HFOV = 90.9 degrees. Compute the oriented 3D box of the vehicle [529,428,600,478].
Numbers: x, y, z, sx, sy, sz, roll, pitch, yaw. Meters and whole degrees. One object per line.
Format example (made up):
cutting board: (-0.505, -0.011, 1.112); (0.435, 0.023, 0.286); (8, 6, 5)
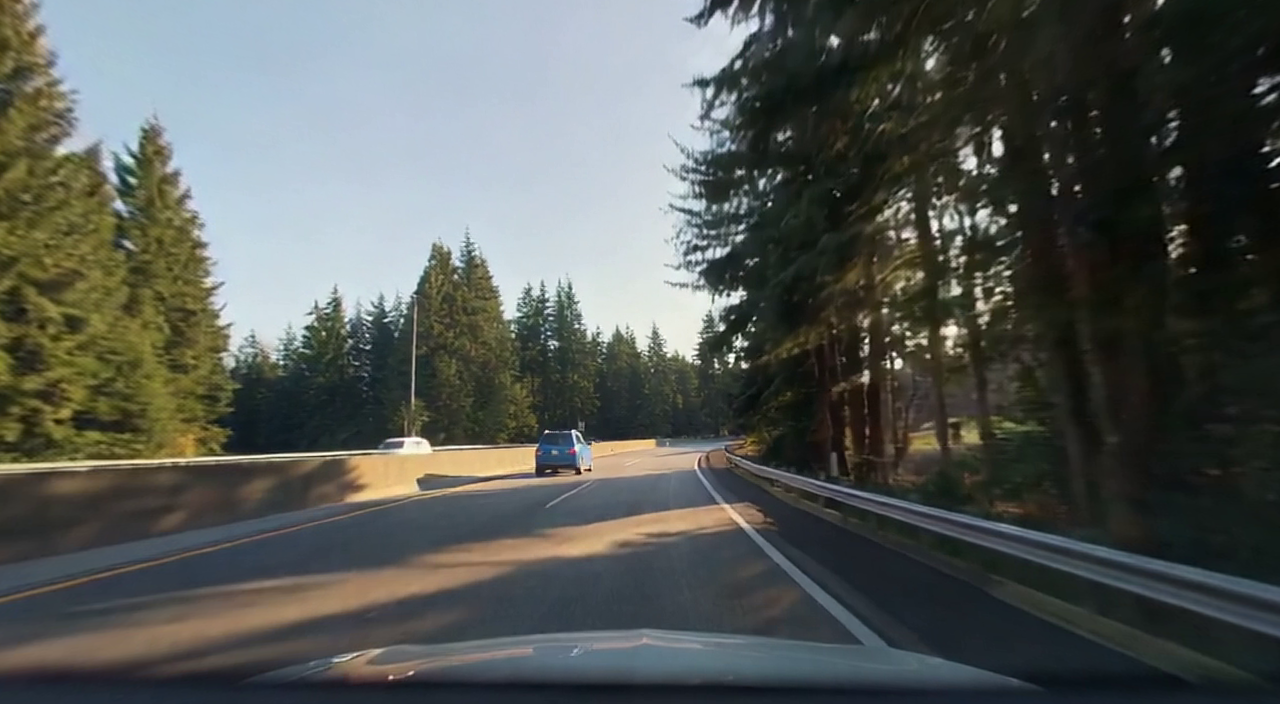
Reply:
vehicle: (-2.848, 3.936, 24.897); (2.005, 1.752, 4.479); (-1, -8, 4)
